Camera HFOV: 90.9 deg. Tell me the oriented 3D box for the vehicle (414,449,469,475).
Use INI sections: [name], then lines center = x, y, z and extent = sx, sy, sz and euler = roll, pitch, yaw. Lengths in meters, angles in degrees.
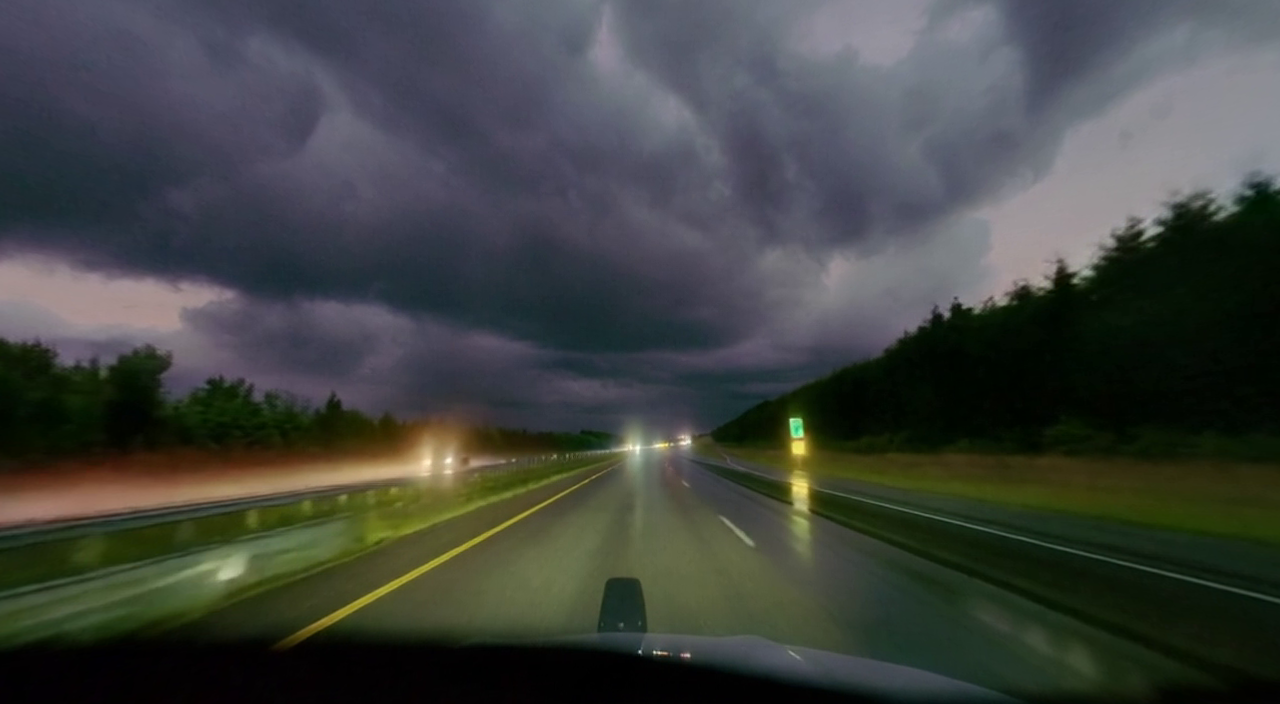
[vehicle]
center = -12.283, 6.808, 39.223
extent = 1.951, 1.457, 4.151
euler = 0, -9, 2
